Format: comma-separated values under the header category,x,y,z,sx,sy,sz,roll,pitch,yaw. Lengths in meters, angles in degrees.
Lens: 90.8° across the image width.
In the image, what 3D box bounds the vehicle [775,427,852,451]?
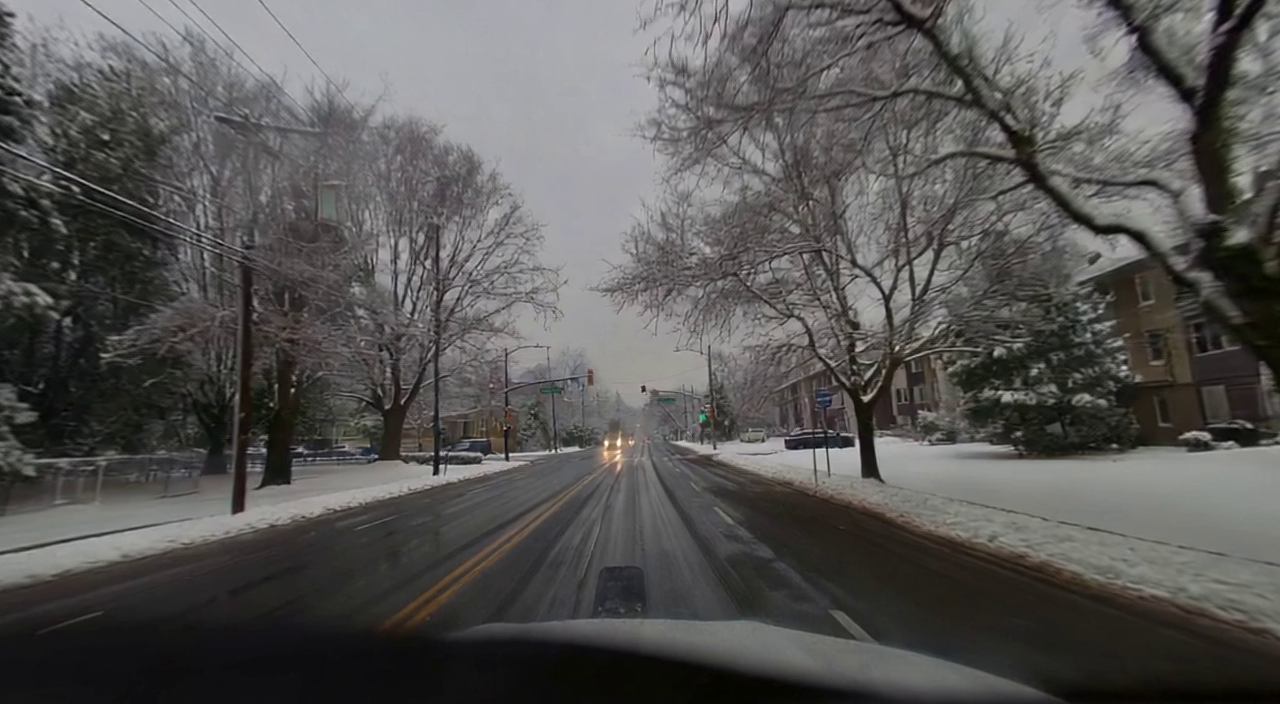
category,x,y,z,sx,sy,sz,roll,pitch,yaw
vehicle,12.704,6.411,46.427,4.908,1.521,2.108,-1,-8,-3
